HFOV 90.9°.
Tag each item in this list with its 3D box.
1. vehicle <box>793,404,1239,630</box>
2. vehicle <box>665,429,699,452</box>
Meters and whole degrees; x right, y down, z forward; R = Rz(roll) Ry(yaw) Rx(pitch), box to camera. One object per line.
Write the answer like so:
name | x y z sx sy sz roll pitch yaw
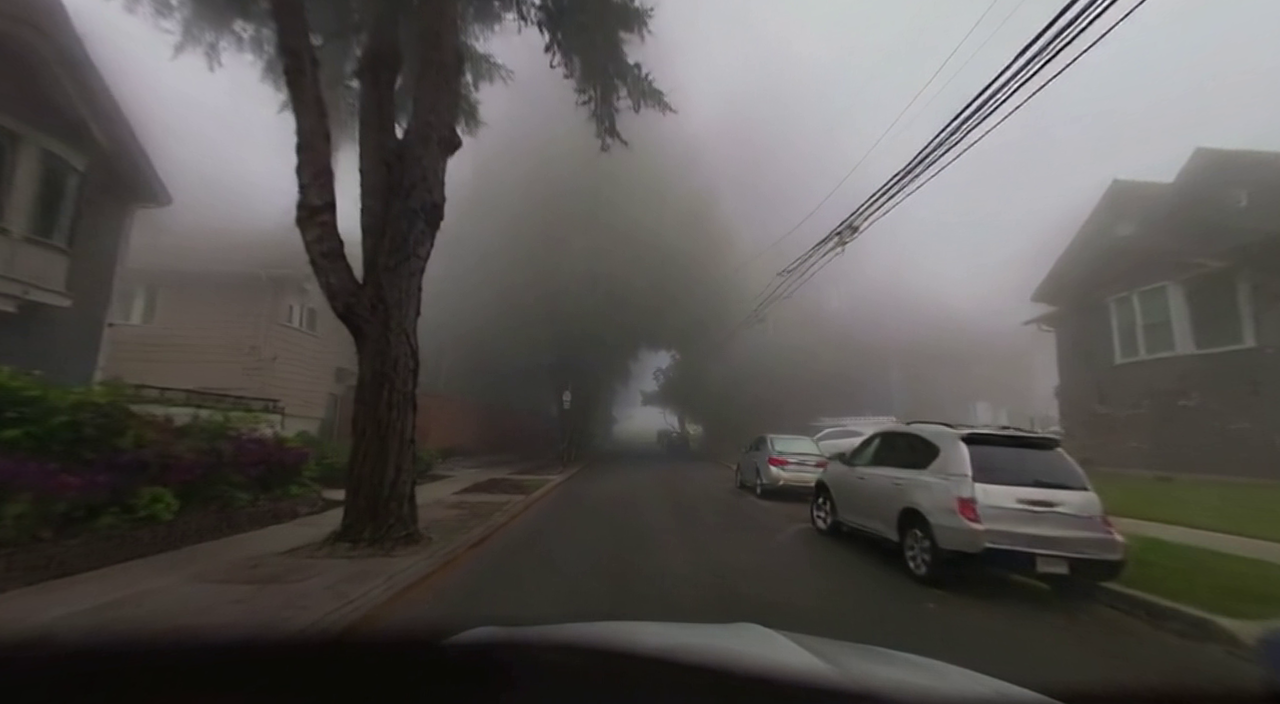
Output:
vehicle | 3.263 1.451 6.855 2.006 1.603 4.553 0 -7 -1
vehicle | 2.929 6.197 44.461 1.955 1.498 4.046 0 -7 -3
